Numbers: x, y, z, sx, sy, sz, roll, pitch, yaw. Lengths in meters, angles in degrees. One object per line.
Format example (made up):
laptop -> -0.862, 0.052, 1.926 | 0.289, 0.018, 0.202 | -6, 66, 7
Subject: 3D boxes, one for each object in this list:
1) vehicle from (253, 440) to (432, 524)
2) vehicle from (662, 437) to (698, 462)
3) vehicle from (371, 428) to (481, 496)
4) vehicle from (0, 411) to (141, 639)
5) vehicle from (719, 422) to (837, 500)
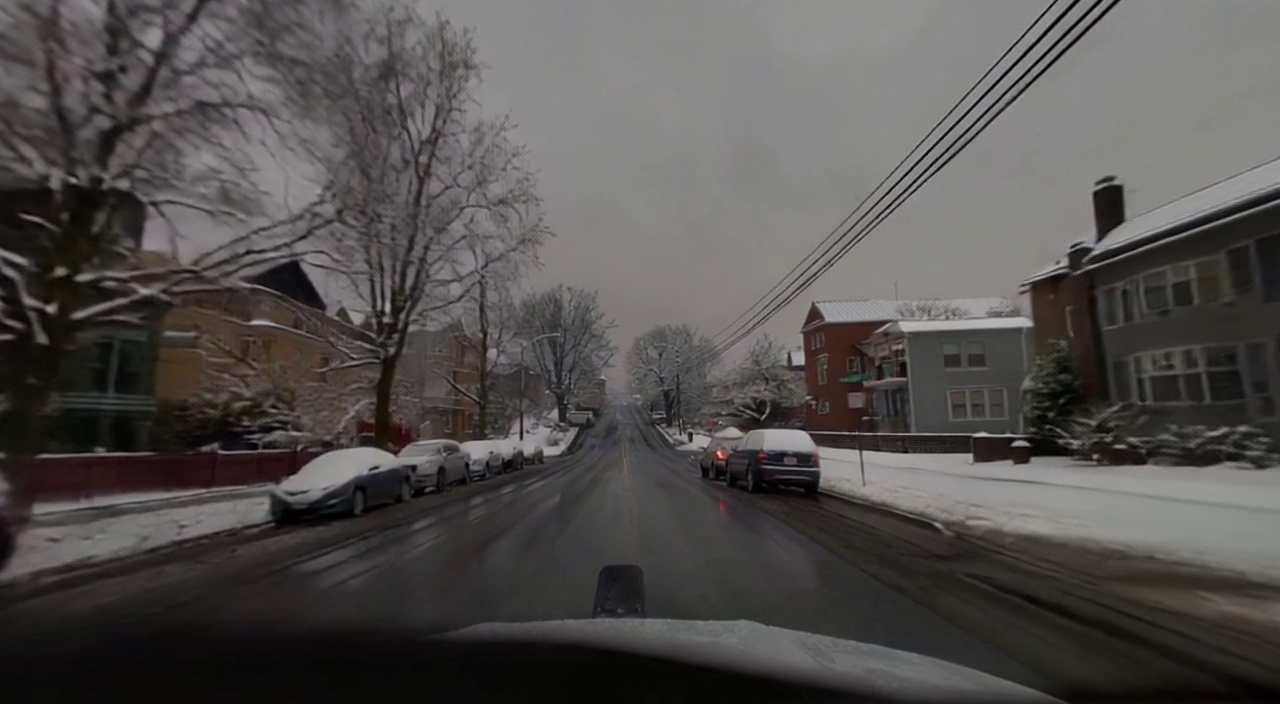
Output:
vehicle -> -6.086, 2.664, 13.555 | 2.003, 1.489, 4.051 | 0, -8, -3
vehicle -> 2.705, 6.652, 43.233 | 1.966, 1.620, 4.187 | 0, -8, -3
vehicle -> -6.186, 3.292, 18.887 | 1.830, 1.750, 4.502 | 1, -10, -2
vehicle -> -5.748, 1.147, 3.696 | 1.958, 1.682, 4.536 | 0, -8, -1
vehicle -> 3.431, 2.824, 16.698 | 1.952, 1.738, 4.518 | 0, -8, -2
